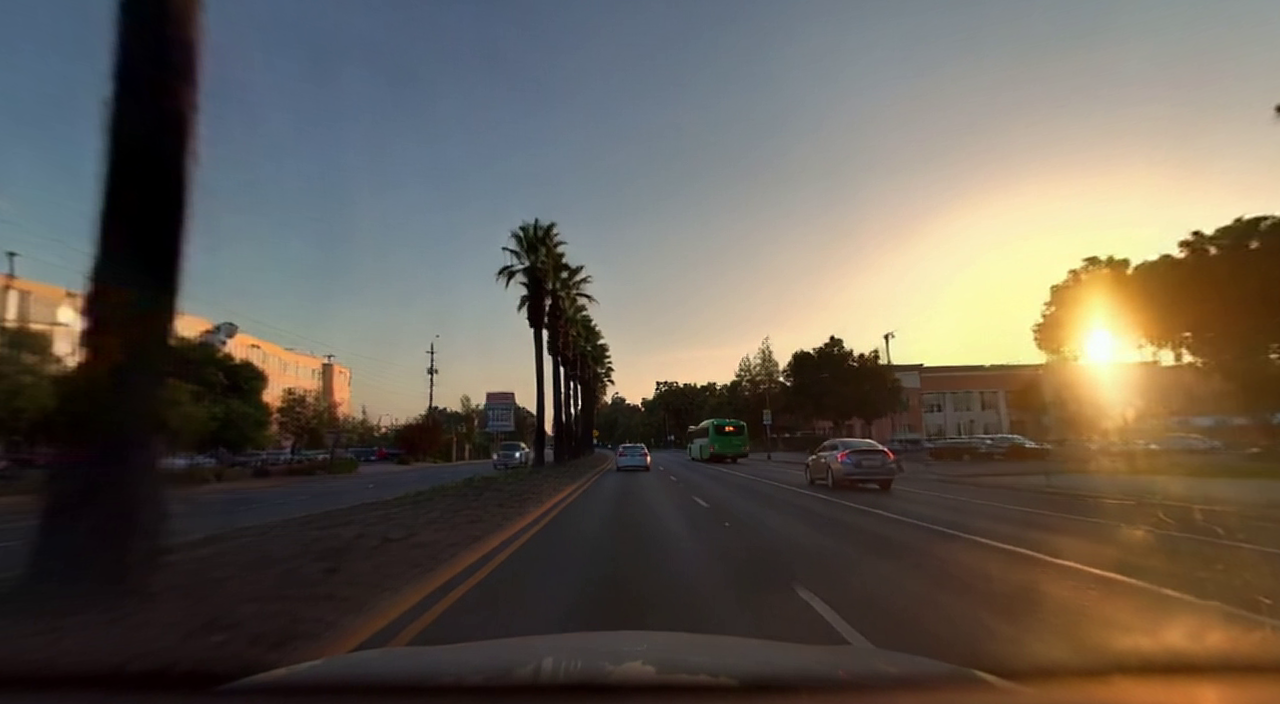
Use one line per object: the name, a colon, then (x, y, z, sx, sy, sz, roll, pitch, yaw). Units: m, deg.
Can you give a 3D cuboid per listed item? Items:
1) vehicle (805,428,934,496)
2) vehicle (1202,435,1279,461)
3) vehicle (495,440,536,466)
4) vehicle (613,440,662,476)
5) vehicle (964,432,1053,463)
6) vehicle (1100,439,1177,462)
vehicle: (6.311, 3.075, 17.965, 2.031, 1.670, 4.154, 0, -9, -1)
vehicle: (36.049, 5.680, 37.327, 1.831, 1.432, 4.544, -1, -9, 6)
vehicle: (-8.928, 7.287, 45.699, 2.106, 1.817, 4.847, 0, -9, -1)
vehicle: (-0.090, 4.781, 28.769, 2.065, 1.477, 4.306, 0, -9, 0)
vehicle: (23.836, 6.185, 40.960, 4.595, 1.845, 1.919, 0, -8, -6)
vehicle: (36.065, 7.167, 45.872, 1.818, 1.451, 4.263, -2, -10, -5)
